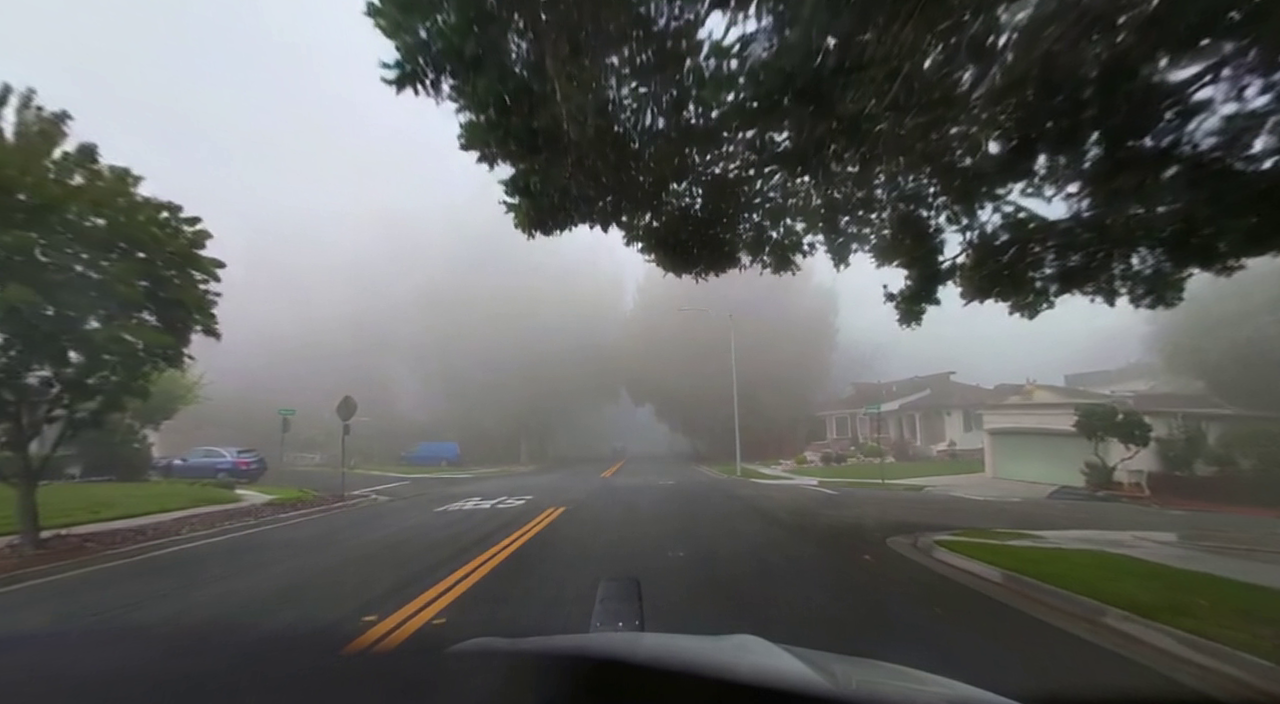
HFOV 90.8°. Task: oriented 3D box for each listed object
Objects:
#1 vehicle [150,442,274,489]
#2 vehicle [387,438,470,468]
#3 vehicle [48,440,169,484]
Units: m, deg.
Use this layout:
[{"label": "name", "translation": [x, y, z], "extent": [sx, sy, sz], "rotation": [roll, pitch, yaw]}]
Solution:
[{"label": "vehicle", "translation": [-17.554, 4.580, 25.889], "extent": [4.876, 1.763, 2.016], "rotation": [-5, -9, 27]}, {"label": "vehicle", "translation": [-13.783, 6.600, 41.442], "extent": [2.145, 1.839, 4.837], "rotation": [-6, -10, 34]}, {"label": "vehicle", "translation": [-25.154, 5.135, 29.837], "extent": [5.987, 1.881, 2.249], "rotation": [-5, -10, 29]}]
